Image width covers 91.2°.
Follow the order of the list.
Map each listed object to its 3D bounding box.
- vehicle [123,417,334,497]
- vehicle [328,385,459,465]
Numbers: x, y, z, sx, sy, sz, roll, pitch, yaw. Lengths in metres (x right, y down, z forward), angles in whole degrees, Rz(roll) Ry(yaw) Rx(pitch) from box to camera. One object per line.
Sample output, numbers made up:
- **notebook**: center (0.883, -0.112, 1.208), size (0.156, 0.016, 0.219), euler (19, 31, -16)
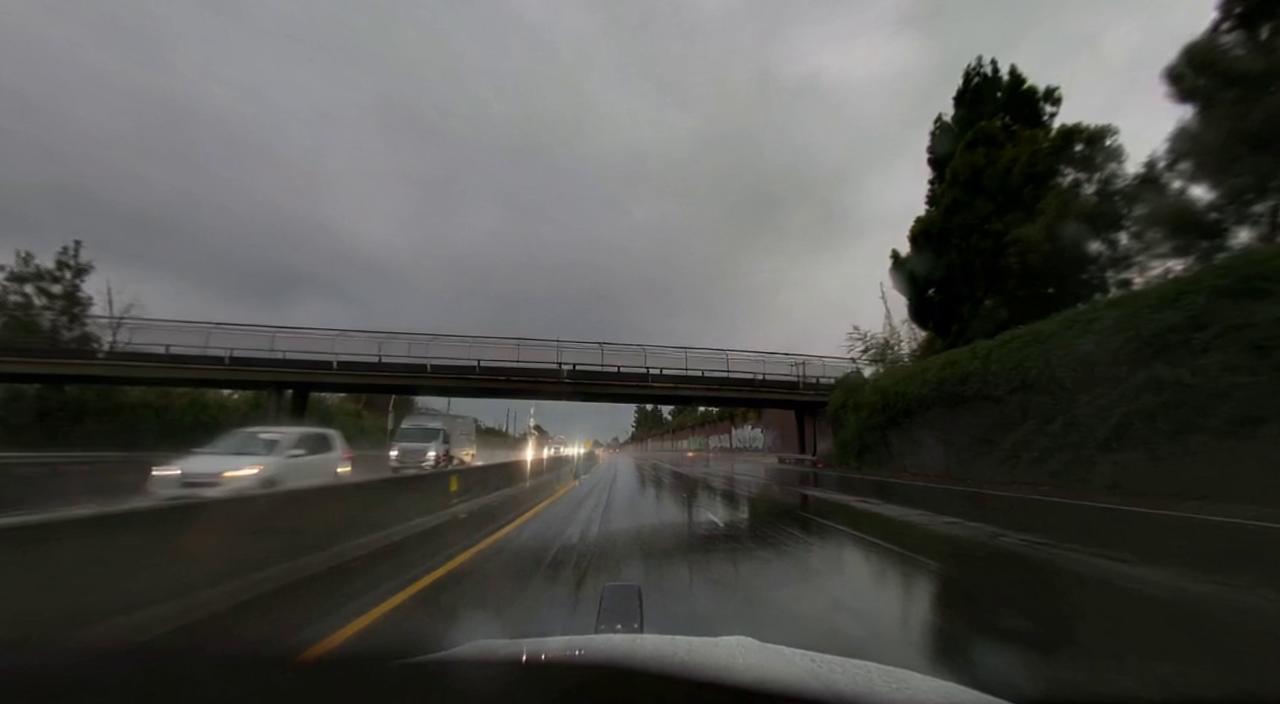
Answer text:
- **vehicle**: center (-9.305, 2.436, 14.764), size (1.964, 1.571, 4.454), euler (0, -9, 0)
- **vehicle**: center (-14.437, 4.745, 38.596), size (3.020, 3.998, 14.022), euler (0, -9, -3)
